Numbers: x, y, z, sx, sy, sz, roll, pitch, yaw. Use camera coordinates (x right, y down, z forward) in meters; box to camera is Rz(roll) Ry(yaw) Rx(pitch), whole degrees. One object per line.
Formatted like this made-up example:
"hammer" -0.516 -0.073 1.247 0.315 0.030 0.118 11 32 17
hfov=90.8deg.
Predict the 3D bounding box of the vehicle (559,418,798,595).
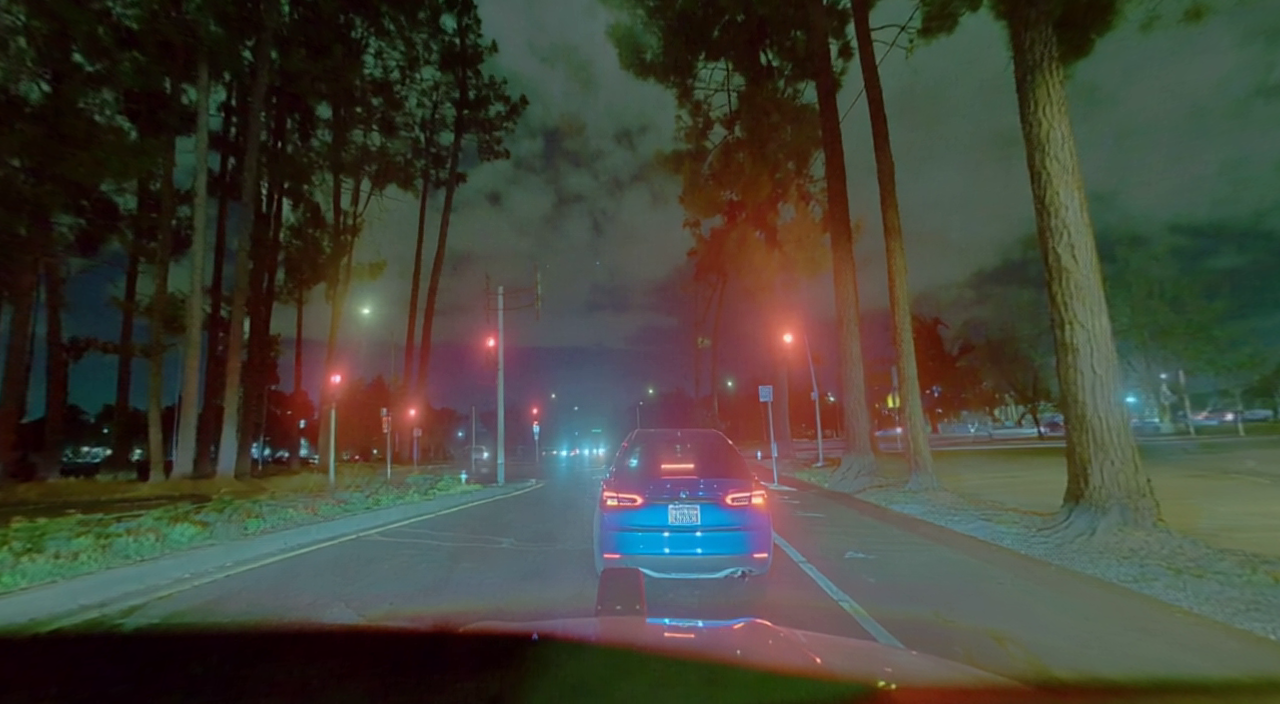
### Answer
"vehicle" 0.366 1.613 7.387 2.035 1.499 3.799 0 -8 1
